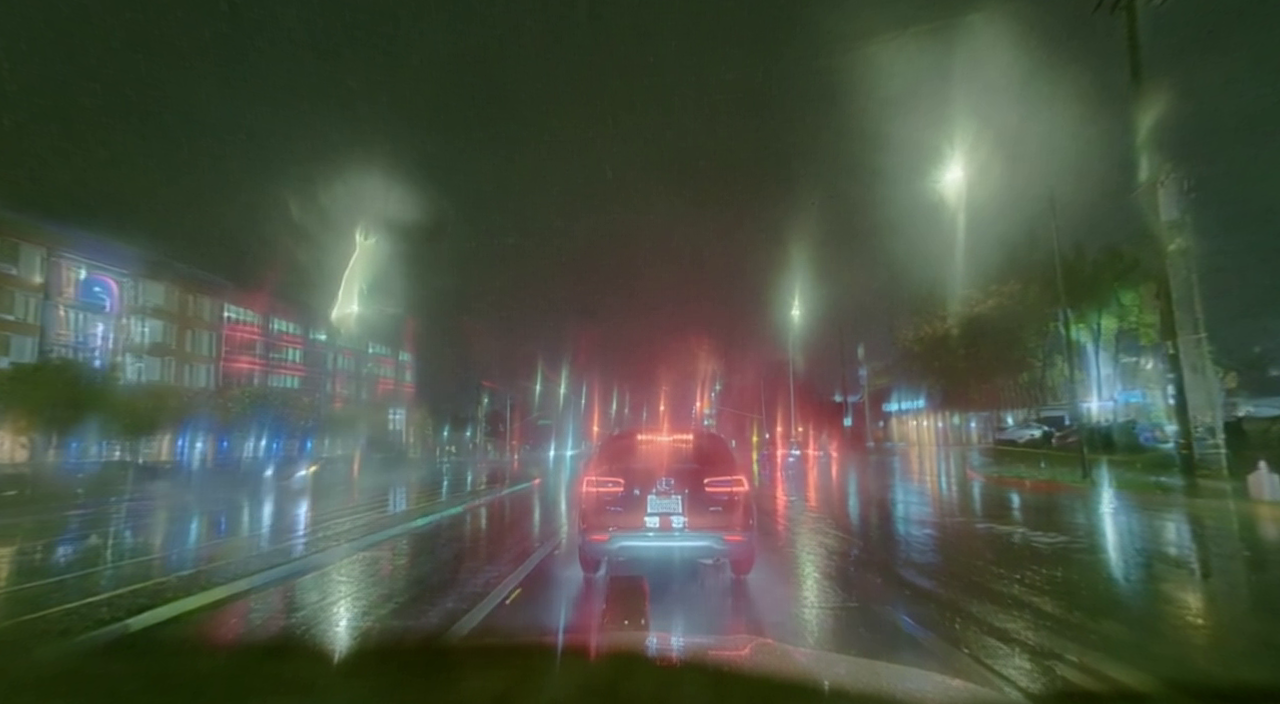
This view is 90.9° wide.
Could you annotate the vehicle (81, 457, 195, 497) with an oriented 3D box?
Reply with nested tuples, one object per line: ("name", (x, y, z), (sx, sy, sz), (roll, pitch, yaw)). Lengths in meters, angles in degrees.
("vehicle", (-25.881, 6.412, 32.773), (2.026, 1.808, 4.835), (0, -8, -2))

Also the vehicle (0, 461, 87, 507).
("vehicle", (-25.474, 5.250, 25.162), (4.608, 1.659, 1.981), (1, -8, -7))

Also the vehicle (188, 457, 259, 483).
("vehicle", (-27.889, 7.887, 42.378), (1.861, 1.578, 4.152), (0, -8, 1))

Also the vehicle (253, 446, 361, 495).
("vehicle", (-12.752, 4.515, 24.489), (1.965, 1.695, 4.284), (0, -8, -2))

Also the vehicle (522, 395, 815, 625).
("vehicle", (0.208, 1.436, 6.612), (2.125, 1.669, 3.880), (0, -8, 0))
